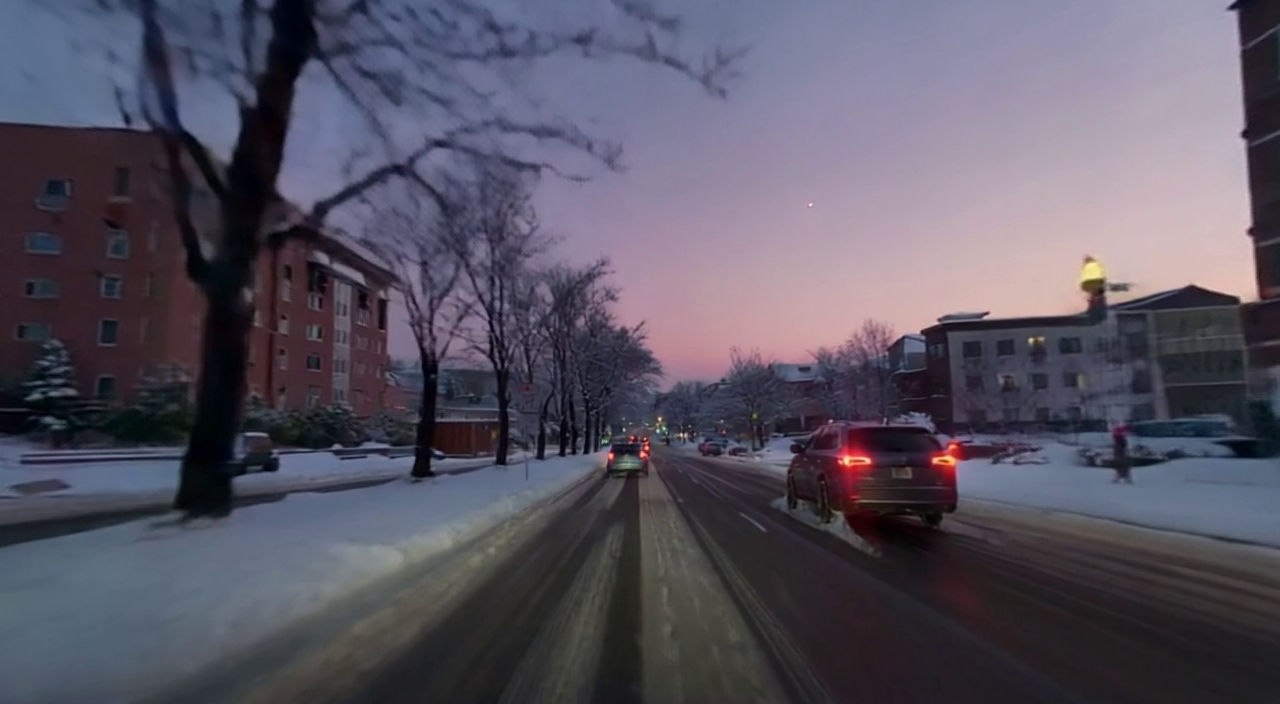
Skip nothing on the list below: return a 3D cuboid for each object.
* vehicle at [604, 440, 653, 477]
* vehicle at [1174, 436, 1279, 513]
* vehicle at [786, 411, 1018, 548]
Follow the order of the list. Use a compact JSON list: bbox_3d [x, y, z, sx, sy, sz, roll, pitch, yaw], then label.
[{"bbox_3d":[-0.432,4.568,27.359,2.006,1.487,3.535,0,-8,1],"label":"vehicle"},{"bbox_3d":[14.498,2.521,13.340,4.607,1.466,2.053,0,-9,-3],"label":"vehicle"},{"bbox_3d":[3.810,1.926,10.112,1.949,1.723,4.020,0,-8,0],"label":"vehicle"}]
